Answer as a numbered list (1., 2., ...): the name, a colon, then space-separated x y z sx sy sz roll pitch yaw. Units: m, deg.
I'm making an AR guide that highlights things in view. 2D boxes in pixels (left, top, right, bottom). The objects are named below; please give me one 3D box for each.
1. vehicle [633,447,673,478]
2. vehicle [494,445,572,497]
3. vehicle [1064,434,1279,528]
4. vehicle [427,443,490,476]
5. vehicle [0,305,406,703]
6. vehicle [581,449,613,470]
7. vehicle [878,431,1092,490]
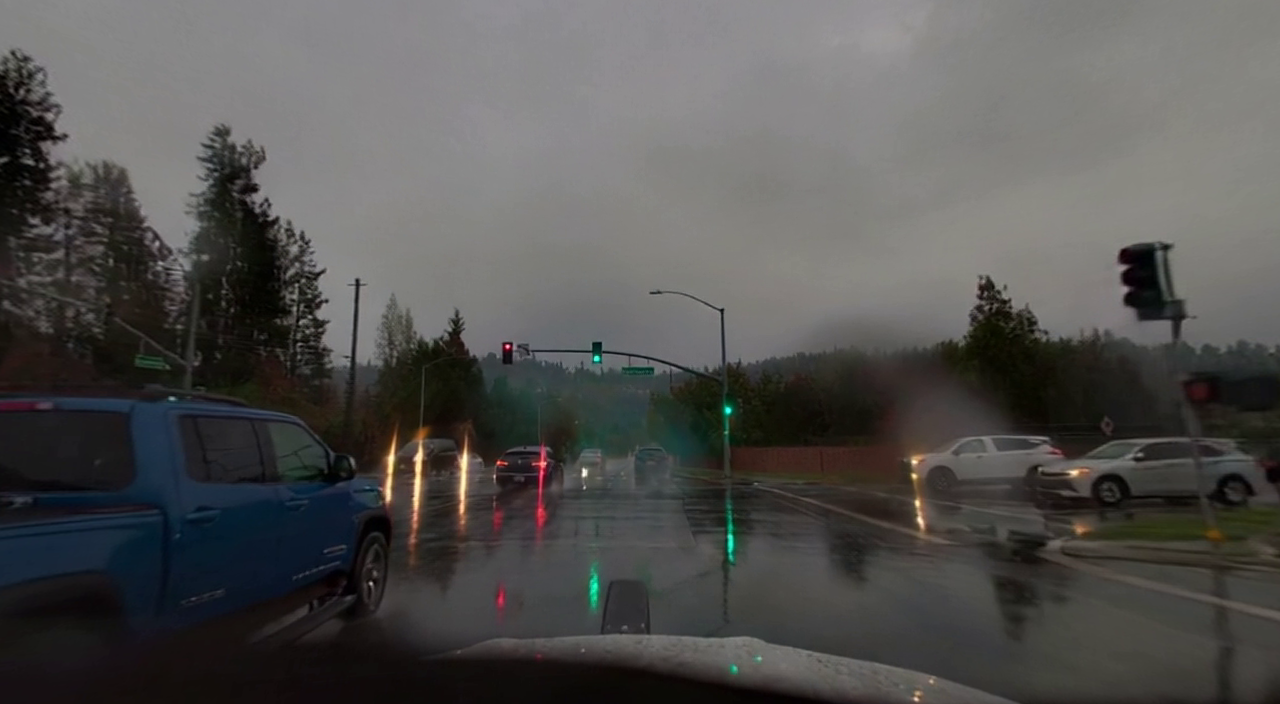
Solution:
1. vehicle: 0.697 6.364 36.565 2.163 1.678 3.846 0 -9 0
2. vehicle: -3.404 3.841 20.691 1.960 1.528 3.490 0 -9 0
3. vehicle: 10.901 2.277 11.408 4.875 1.473 2.077 -1 -11 0
4. vehicle: -9.887 5.912 34.754 1.990 1.658 4.569 -1 -9 2
5. vehicle: -3.113 0.903 2.986 2.190 1.766 4.649 0 -9 0
6. vehicle: -3.119 7.947 46.937 2.013 1.474 4.393 0 -9 1
7. vehicle: 11.977 3.815 22.328 5.990 1.899 2.683 0 -9 0
